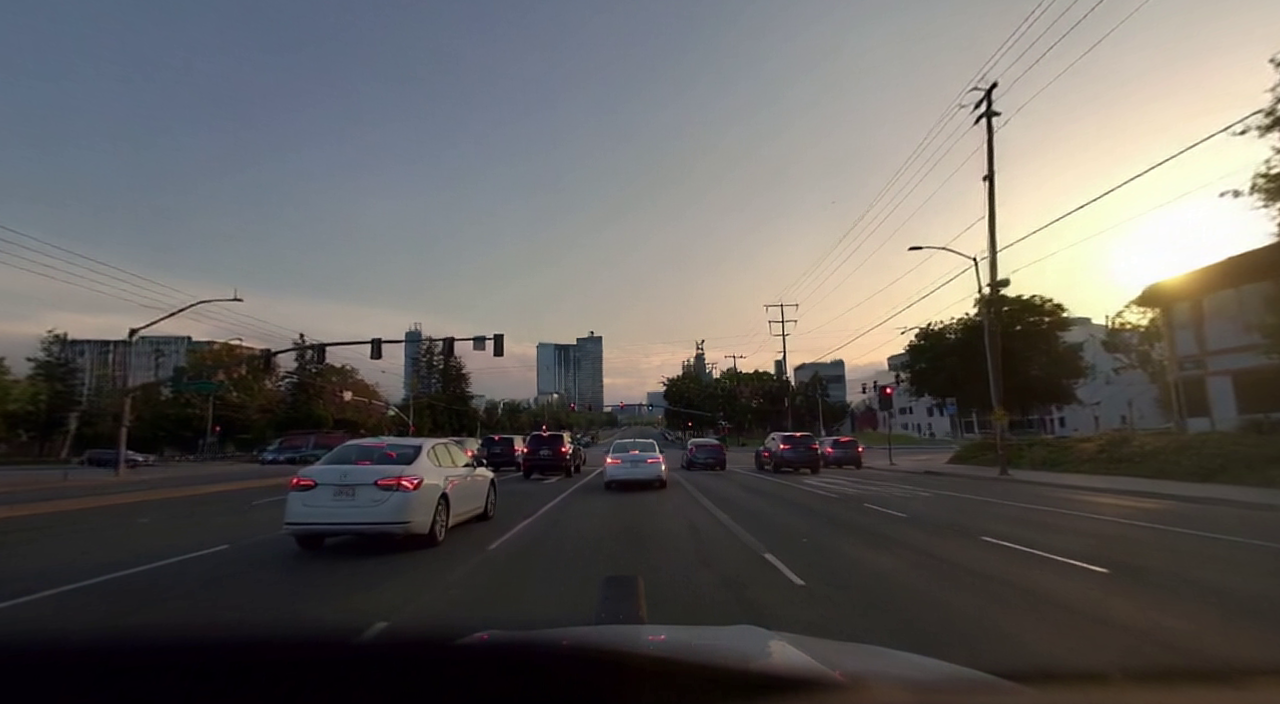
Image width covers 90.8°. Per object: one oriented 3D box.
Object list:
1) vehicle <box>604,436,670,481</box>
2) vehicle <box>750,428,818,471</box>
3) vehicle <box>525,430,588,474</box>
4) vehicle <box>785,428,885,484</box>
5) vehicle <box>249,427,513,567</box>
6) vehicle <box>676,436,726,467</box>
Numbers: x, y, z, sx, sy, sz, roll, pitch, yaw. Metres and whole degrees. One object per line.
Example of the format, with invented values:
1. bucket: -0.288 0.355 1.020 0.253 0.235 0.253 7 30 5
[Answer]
1. vehicle: -0.130 3.686 22.160 2.098 1.431 3.958 0 -8 -1
2. vehicle: 7.226 4.974 32.426 2.156 1.982 5.358 0 -8 -1
3. vehicle: -3.417 4.195 26.646 2.033 1.714 4.278 0 -8 0
4. vehicle: 6.459 3.496 21.470 1.945 1.706 4.190 0 -8 -2
5. vehicle: -3.191 1.864 8.909 1.837 1.463 4.311 0 -8 1
6. vehicle: 3.094 5.158 32.910 1.987 1.515 4.521 0 -8 -2
